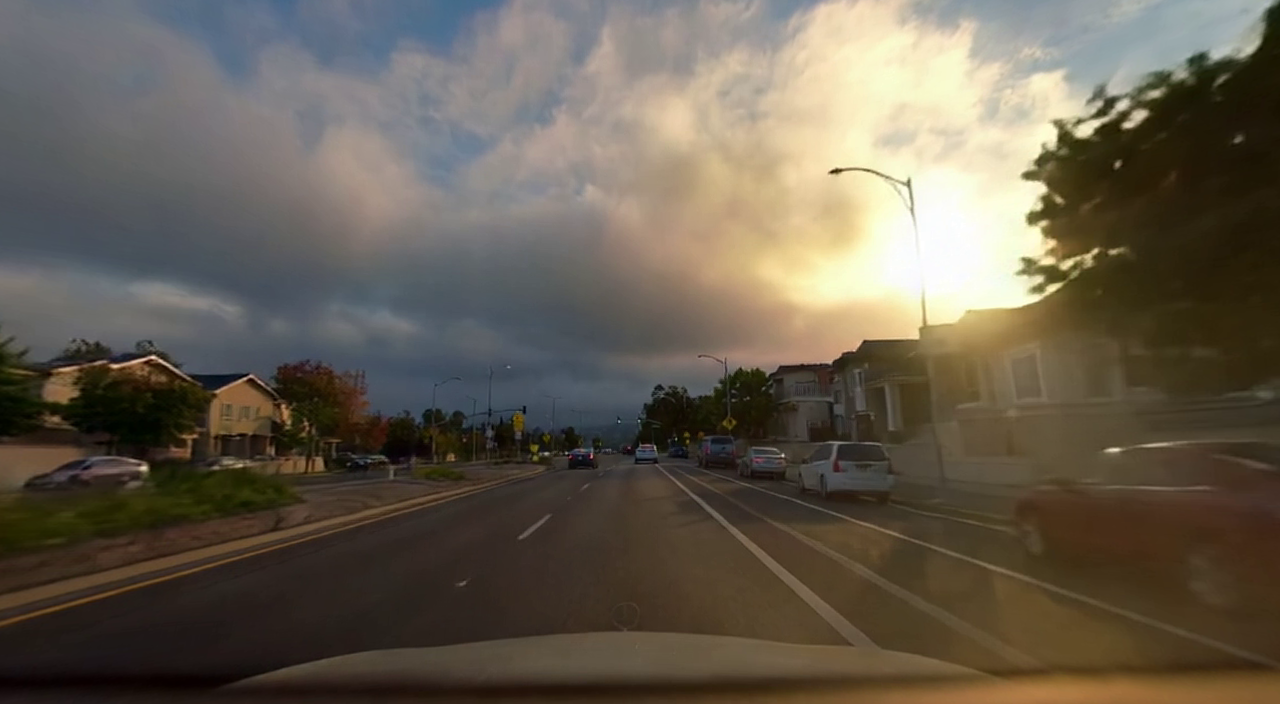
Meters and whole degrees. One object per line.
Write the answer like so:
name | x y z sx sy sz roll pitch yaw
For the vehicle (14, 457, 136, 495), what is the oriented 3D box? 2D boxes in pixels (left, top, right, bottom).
vehicle | -25.899 5.660 29.162 1.855 1.552 4.092 0 -9 -1

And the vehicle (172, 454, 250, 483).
vehicle | -25.678 6.969 37.994 1.794 1.595 4.123 0 -9 0

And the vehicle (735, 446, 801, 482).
vehicle | 5.719 5.056 28.868 1.910 1.520 4.375 0 -9 -3

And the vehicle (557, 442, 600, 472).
vehicle | -3.814 6.658 40.201 2.233 1.775 4.491 0 -9 1

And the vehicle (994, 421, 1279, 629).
vehicle | 5.868 1.568 6.362 1.900 1.611 4.320 0 -9 -3

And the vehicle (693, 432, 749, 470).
vehicle | 5.369 6.761 43.410 2.763 2.329 7.864 0 -9 0

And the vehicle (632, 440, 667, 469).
vehicle | 0.590 7.106 43.812 2.273 1.851 5.075 0 -9 -1

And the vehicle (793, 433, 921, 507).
vehicle | 5.764 3.191 17.504 2.020 1.762 4.559 0 -9 2
